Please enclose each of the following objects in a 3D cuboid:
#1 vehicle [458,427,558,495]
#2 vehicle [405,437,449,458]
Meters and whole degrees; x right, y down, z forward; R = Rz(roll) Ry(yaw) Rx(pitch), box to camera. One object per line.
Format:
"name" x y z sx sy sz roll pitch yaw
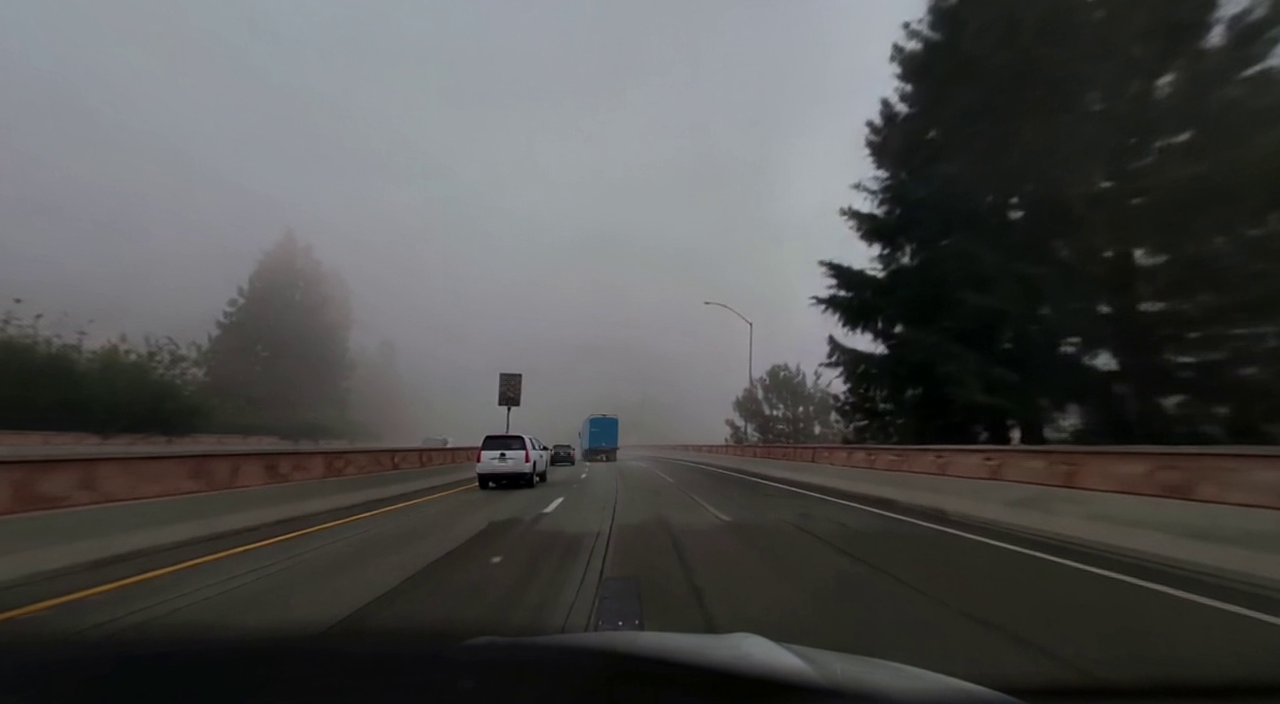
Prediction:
"vehicle" -3.688 3.149 18.528 2.041 1.734 4.391 0 -9 -1
"vehicle" -15.539 7.004 46.231 1.953 1.501 4.268 1 -9 -3
